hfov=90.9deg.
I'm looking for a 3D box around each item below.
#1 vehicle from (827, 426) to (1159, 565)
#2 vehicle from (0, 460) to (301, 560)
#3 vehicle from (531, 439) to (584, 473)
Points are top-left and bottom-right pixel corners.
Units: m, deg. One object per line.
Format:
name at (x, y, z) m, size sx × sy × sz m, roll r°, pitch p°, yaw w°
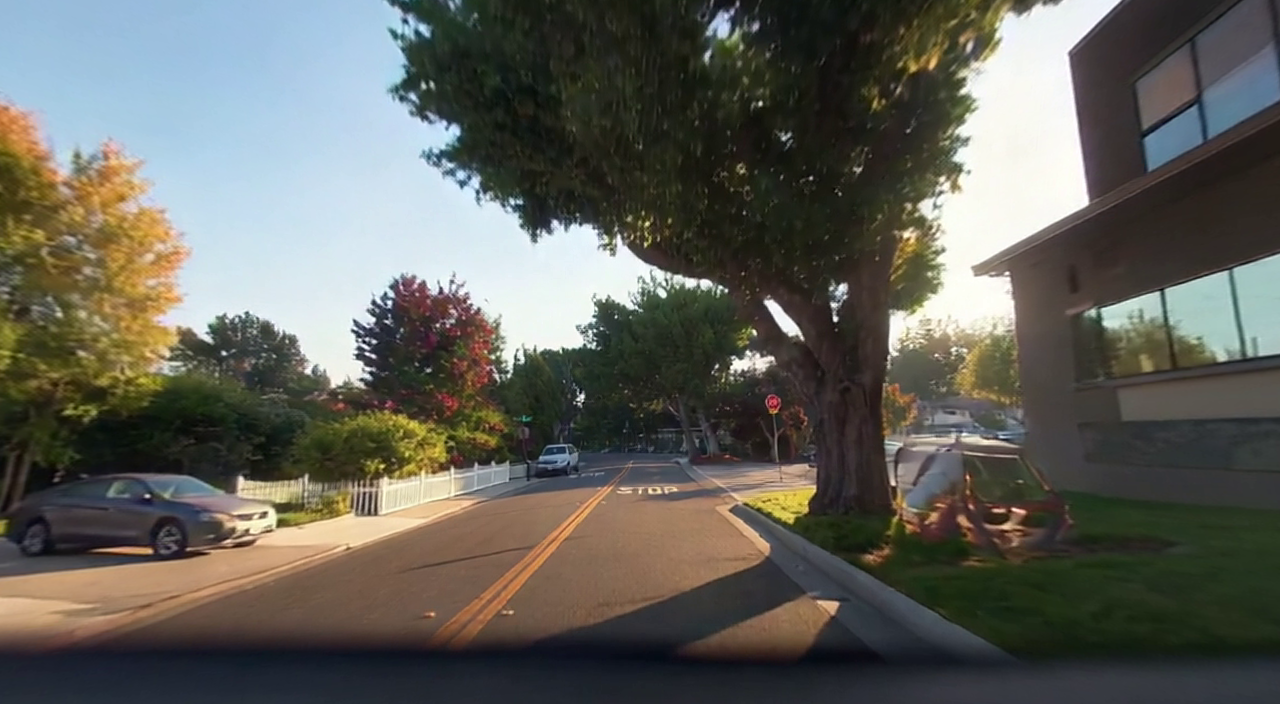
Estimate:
vehicle at (4.624, 1.954, 9.486) m, size 2.109 × 1.500 × 5.070 m, roll 0°, pitch -9°, yaw 1°
vehicle at (-8.621, 2.723, 11.194) m, size 4.063 × 1.483 × 1.939 m, roll -1°, pitch -8°, yaw -1°
vehicle at (-5.231, 6.651, 40.805) m, size 2.308 × 1.899 × 6.107 m, roll -1°, pitch -8°, yaw 3°
